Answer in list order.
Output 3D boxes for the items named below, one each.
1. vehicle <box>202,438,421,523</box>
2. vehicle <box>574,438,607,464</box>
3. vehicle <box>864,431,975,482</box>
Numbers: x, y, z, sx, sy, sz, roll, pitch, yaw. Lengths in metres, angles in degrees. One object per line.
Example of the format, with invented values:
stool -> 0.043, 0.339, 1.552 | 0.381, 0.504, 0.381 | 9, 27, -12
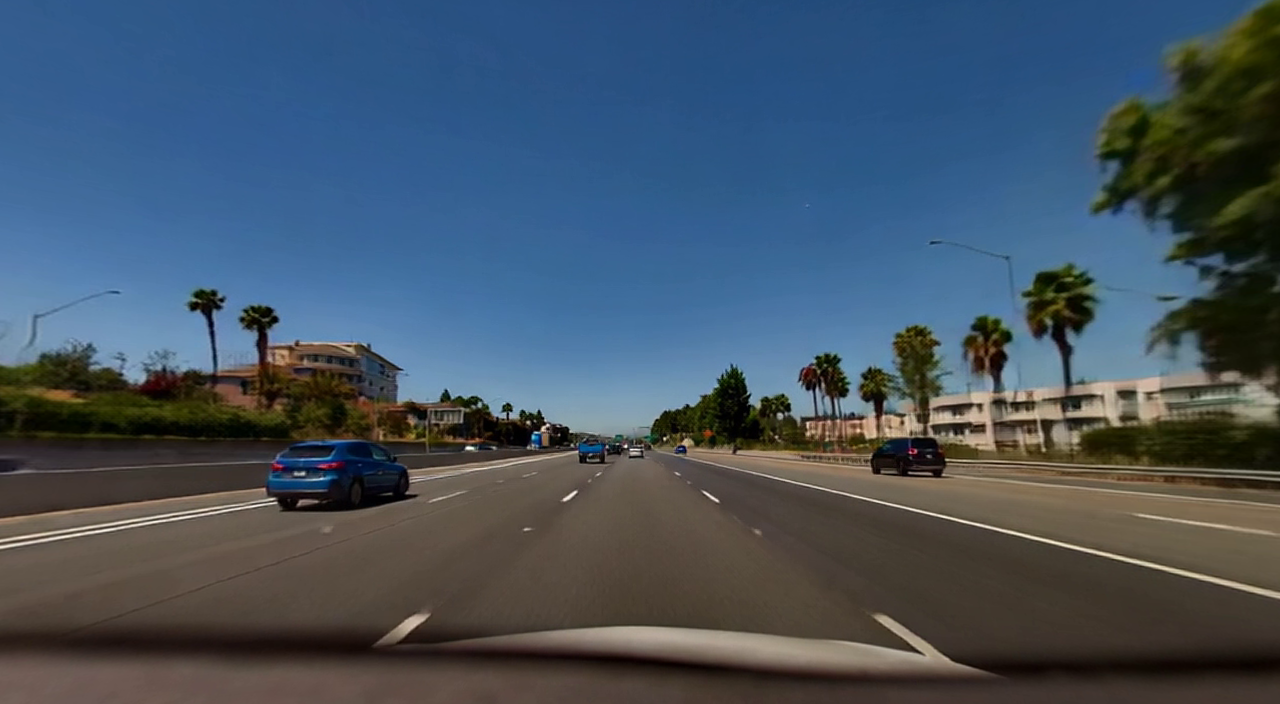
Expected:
vehicle -> -6.650, 2.651, 13.647 | 2.018, 1.480, 4.999 | 0, -9, 0
vehicle -> -3.797, 7.752, 49.465 | 2.225, 1.967, 4.673 | 0, -9, -1
vehicle -> 10.783, 4.093, 24.845 | 2.168, 1.792, 4.457 | 0, -9, -2
